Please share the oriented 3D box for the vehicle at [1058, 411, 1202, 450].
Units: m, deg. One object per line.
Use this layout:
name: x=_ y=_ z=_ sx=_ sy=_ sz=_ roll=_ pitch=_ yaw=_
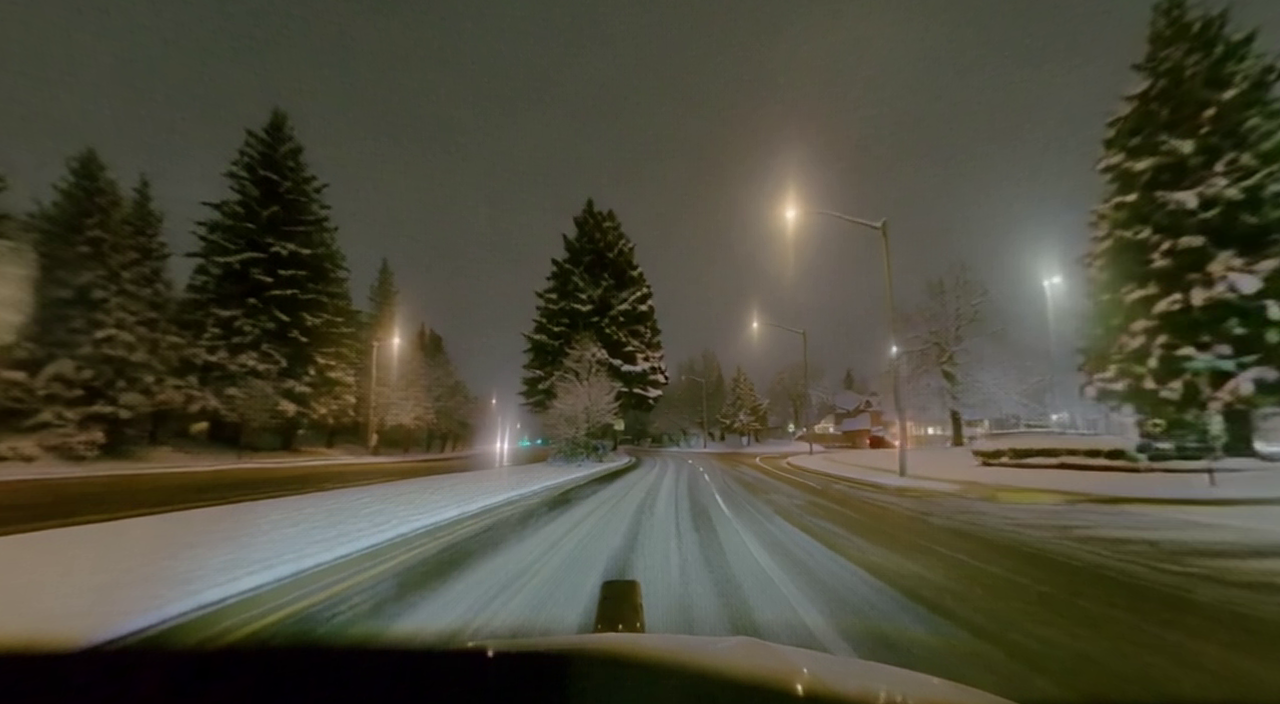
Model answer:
vehicle: x=31.242 y=5.117 z=40.421 sx=2.569 sy=2.236 sz=6.684 roll=7 pitch=-11 yaw=-36
